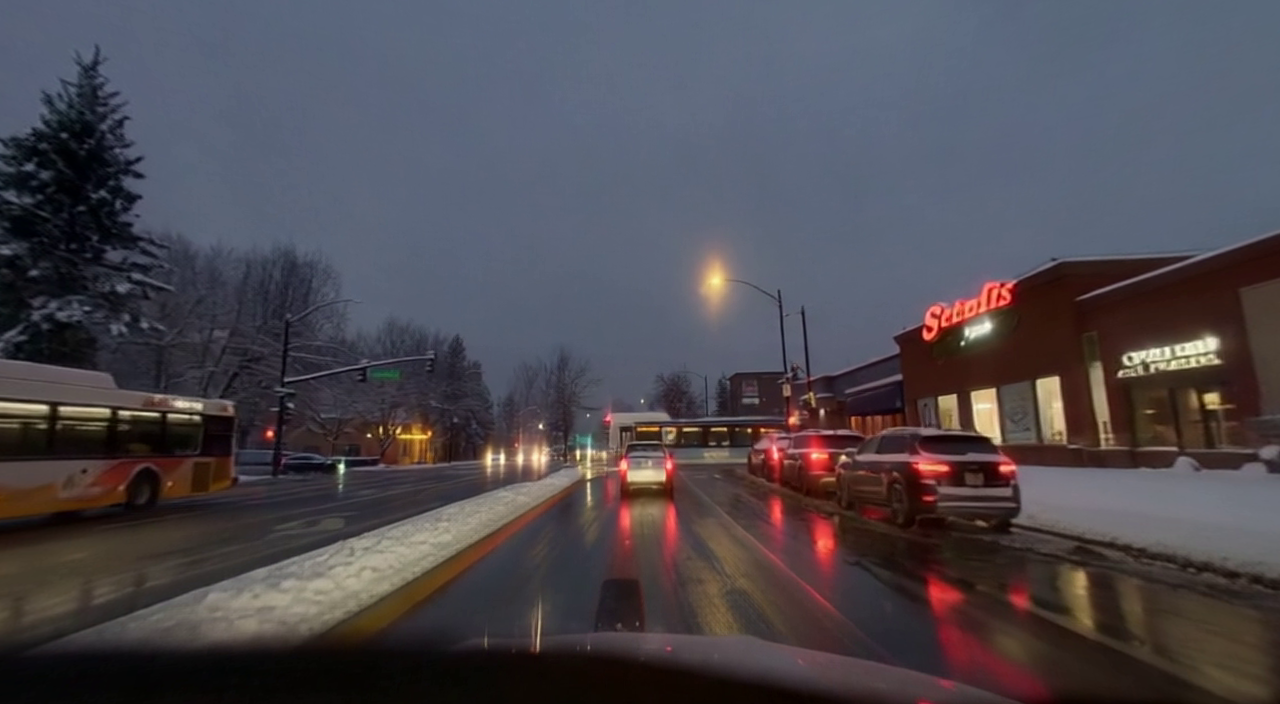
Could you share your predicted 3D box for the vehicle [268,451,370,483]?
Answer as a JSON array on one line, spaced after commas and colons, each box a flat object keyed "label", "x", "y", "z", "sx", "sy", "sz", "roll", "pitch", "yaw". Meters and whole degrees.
[{"label": "vehicle", "x": -19.650, "y": 7.019, "z": 38.667, "sx": 5.016, "sy": 1.792, "sz": 2.250, "roll": -1, "pitch": -9, "yaw": 7}]

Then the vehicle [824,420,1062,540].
[{"label": "vehicle", "x": 4.975, "y": 2.164, "z": 11.210, "sx": 2.014, "sy": 1.681, "sz": 4.332, "roll": 0, "pitch": -9, "yaw": -1}]

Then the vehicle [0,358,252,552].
[{"label": "vehicle", "x": -12.863, "y": 1.896, "z": 11.664, "sx": 3.356, "sy": 3.365, "sz": 12.460, "roll": 0, "pitch": -9, "yaw": 0}]

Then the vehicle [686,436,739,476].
[{"label": "vehicle", "x": 3.294, "y": 4.843, "z": 29.443, "sx": 2.222, "sy": 1.688, "sz": 3.952, "roll": 0, "pitch": -9, "yaw": 3}]

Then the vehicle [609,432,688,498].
[{"label": "vehicle", "x": 0.174, "y": 3.356, "z": 19.049, "sx": 2.089, "sy": 1.699, "sz": 4.650, "roll": 1, "pitch": -9, "yaw": -1}]
